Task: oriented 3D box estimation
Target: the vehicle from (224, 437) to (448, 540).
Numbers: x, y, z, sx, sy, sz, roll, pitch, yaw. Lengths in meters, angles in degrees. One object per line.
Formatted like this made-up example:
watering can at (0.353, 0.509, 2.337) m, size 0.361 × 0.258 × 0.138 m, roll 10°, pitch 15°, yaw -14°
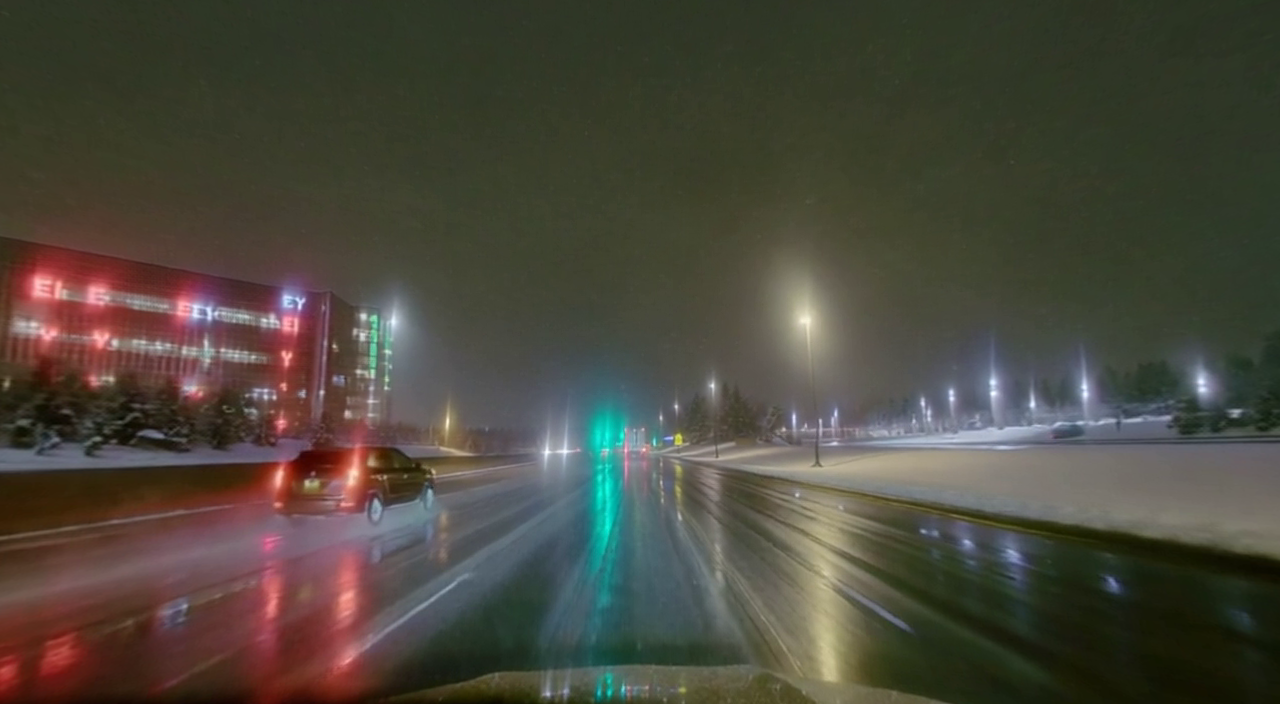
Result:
vehicle at (-5.180, 2.363, 11.540) m, size 1.943 × 1.510 × 4.201 m, roll 0°, pitch -9°, yaw 1°
